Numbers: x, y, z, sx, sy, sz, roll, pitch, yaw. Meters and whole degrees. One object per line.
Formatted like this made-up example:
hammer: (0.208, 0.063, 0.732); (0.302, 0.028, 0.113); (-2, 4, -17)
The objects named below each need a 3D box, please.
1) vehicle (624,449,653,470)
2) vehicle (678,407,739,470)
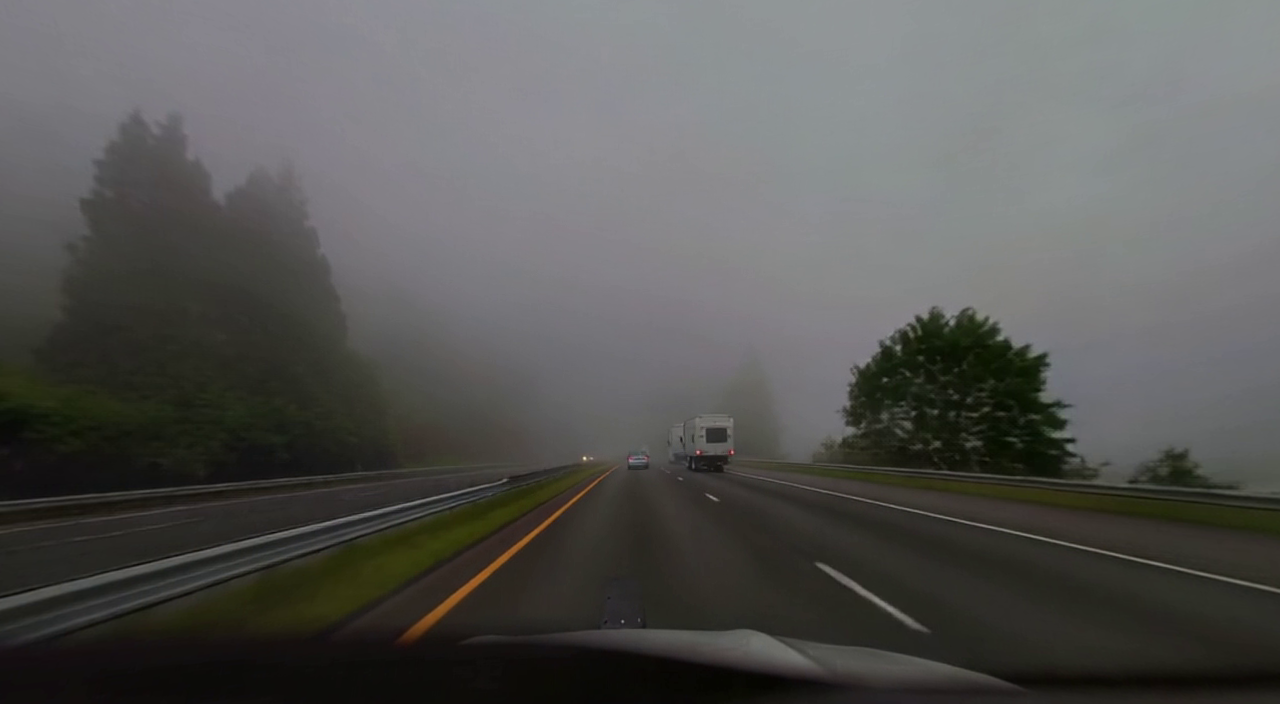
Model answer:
vehicle: (-0.105, 7.496, 44.039); (1.926, 1.386, 3.615); (0, -9, 0)
vehicle: (4.917, 6.759, 48.536); (2.939, 4.129, 14.300); (0, -9, -1)
